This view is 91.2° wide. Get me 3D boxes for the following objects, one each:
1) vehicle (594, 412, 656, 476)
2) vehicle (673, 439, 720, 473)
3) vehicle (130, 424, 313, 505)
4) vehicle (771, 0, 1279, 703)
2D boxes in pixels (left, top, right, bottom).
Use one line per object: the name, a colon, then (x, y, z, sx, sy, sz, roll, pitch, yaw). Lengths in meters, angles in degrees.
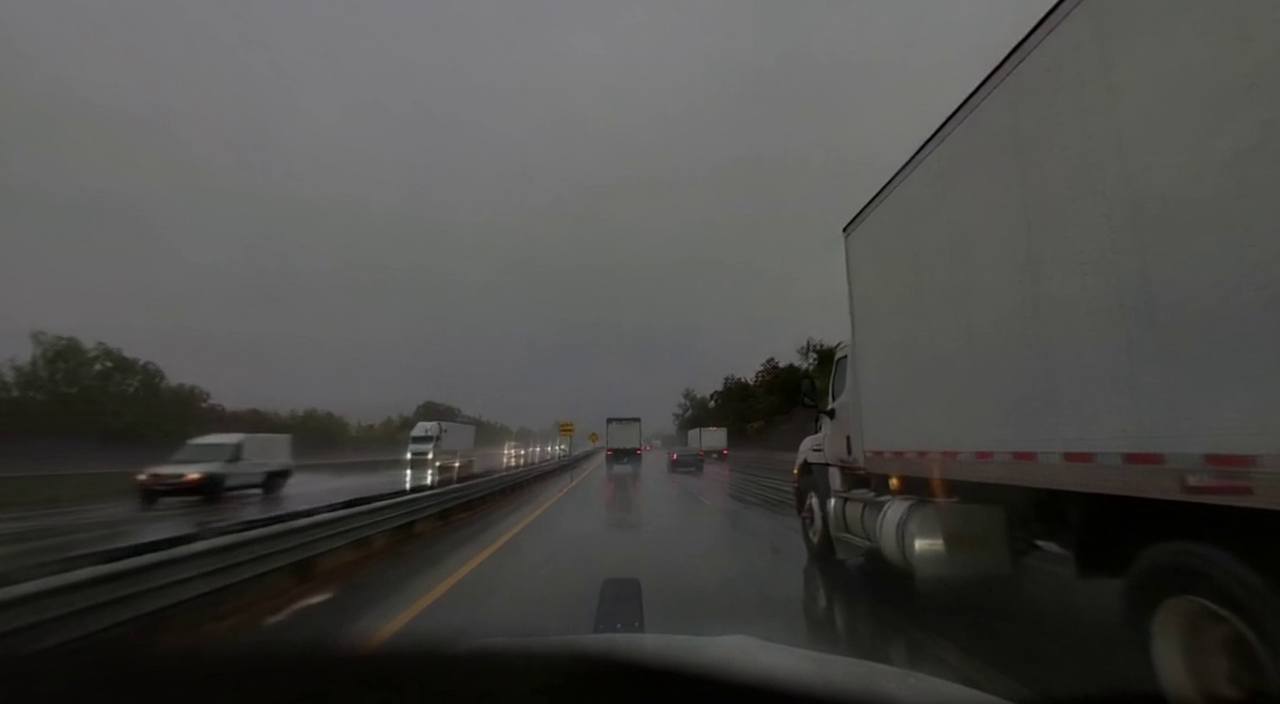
vehicle: (-0.571, 4.470, 30.341, 2.506, 2.743, 6.093, -1, -9, 3)
vehicle: (2.948, 5.552, 33.579, 2.127, 1.642, 3.899, 0, -9, -1)
vehicle: (-13.676, 3.702, 21.082, 2.425, 2.339, 5.273, 0, -9, 0)
vehicle: (3.847, 0.215, 5.345, 2.972, 4.007, 10.643, 0, -9, -1)
